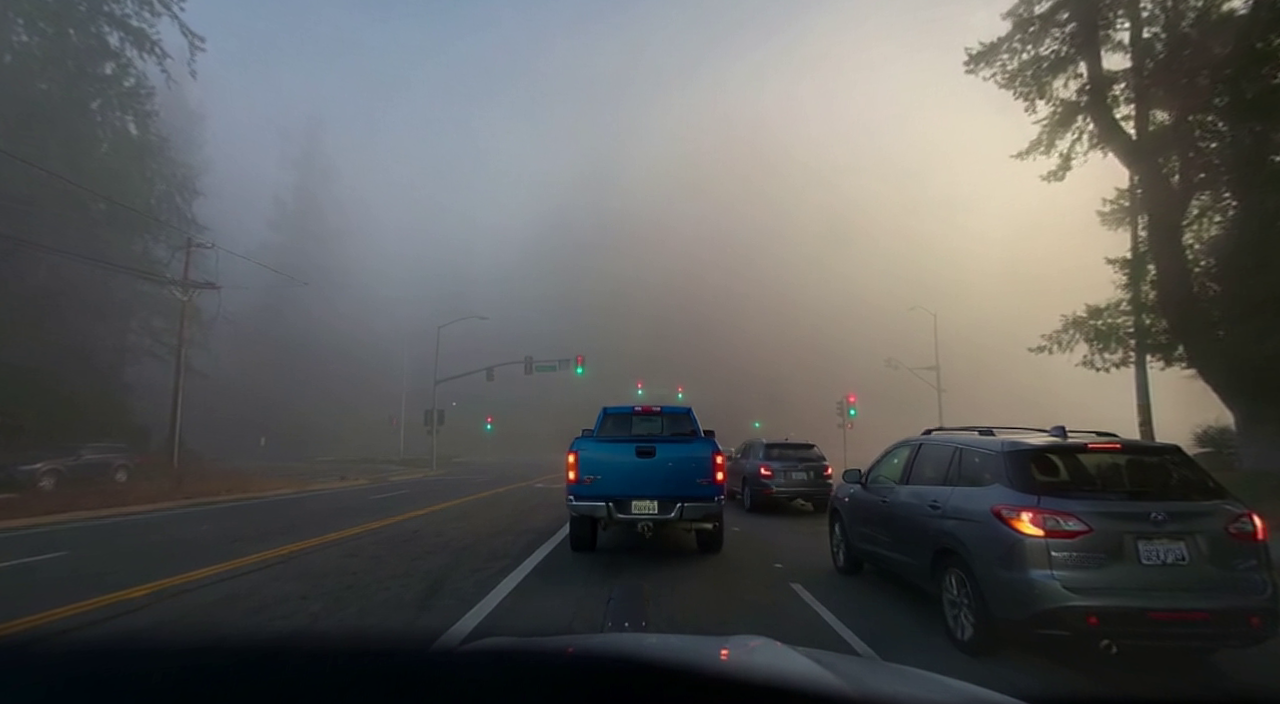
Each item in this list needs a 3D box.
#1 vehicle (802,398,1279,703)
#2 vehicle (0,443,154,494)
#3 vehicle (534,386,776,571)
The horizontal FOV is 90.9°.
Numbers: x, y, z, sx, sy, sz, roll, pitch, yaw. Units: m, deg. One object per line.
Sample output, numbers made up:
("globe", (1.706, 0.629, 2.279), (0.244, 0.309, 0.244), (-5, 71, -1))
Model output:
("vehicle", (3.328, 1.465, 6.030), (2.155, 1.667, 5.162), (0, -8, 0))
("vehicle", (-21.746, 4.452, 24.542), (2.062, 1.764, 4.508), (0, -8, -2))
("vehicle", (0.174, 1.777, 9.680), (2.636, 2.011, 5.425), (0, -8, 0))
